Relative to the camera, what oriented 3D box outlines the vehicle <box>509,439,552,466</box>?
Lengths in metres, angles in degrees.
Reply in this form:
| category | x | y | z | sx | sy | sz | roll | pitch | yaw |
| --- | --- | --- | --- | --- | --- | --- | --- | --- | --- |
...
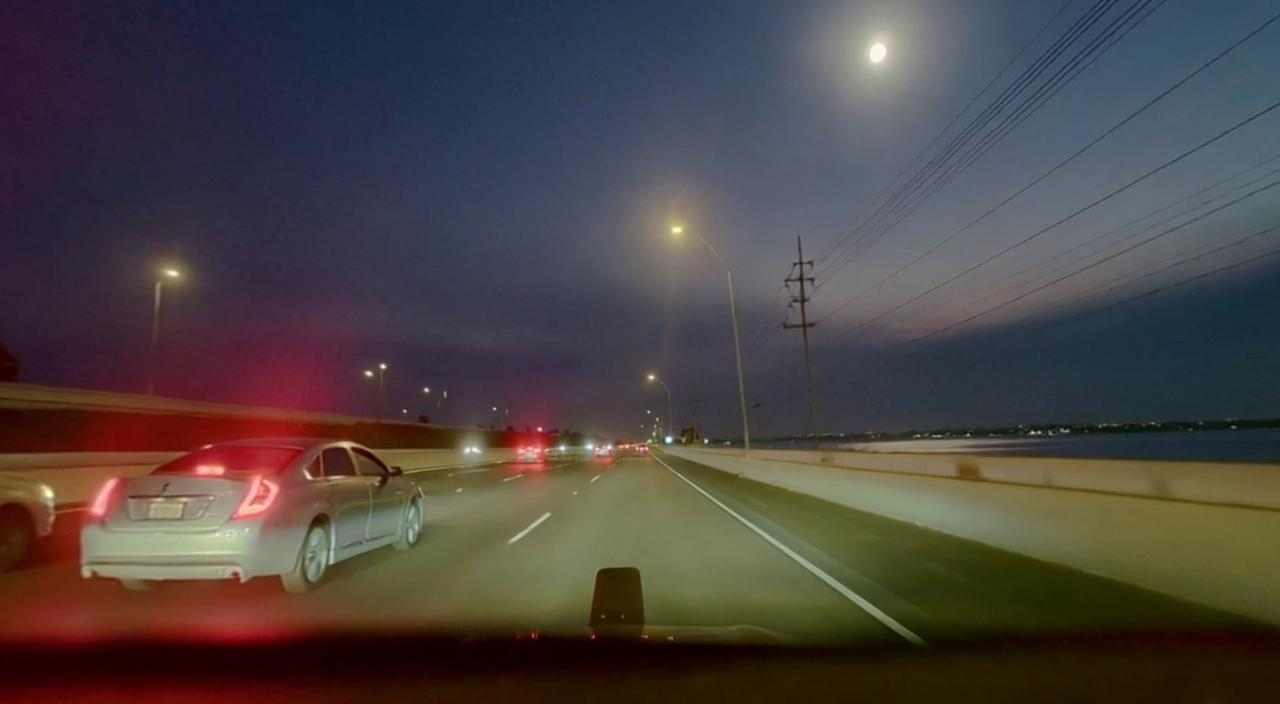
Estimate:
| category | x | y | z | sx | sy | sz | roll | pitch | yaw |
| --- | --- | --- | --- | --- | --- | --- | --- | --- | --- |
| vehicle | -7.374 | 6.841 | 42.912 | 2.050 | 1.717 | 4.418 | 0 | -9 | 0 |

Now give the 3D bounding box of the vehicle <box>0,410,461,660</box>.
| category | x | y | z | sx | sy | sz | roll | pitch | yaw |
| --- | --- | --- | --- | --- | --- | --- | --- | --- | --- |
| vehicle | -3.415 | 1.444 | 6.113 | 2.015 | 1.501 | 4.454 | 0 | -9 | 1 |
